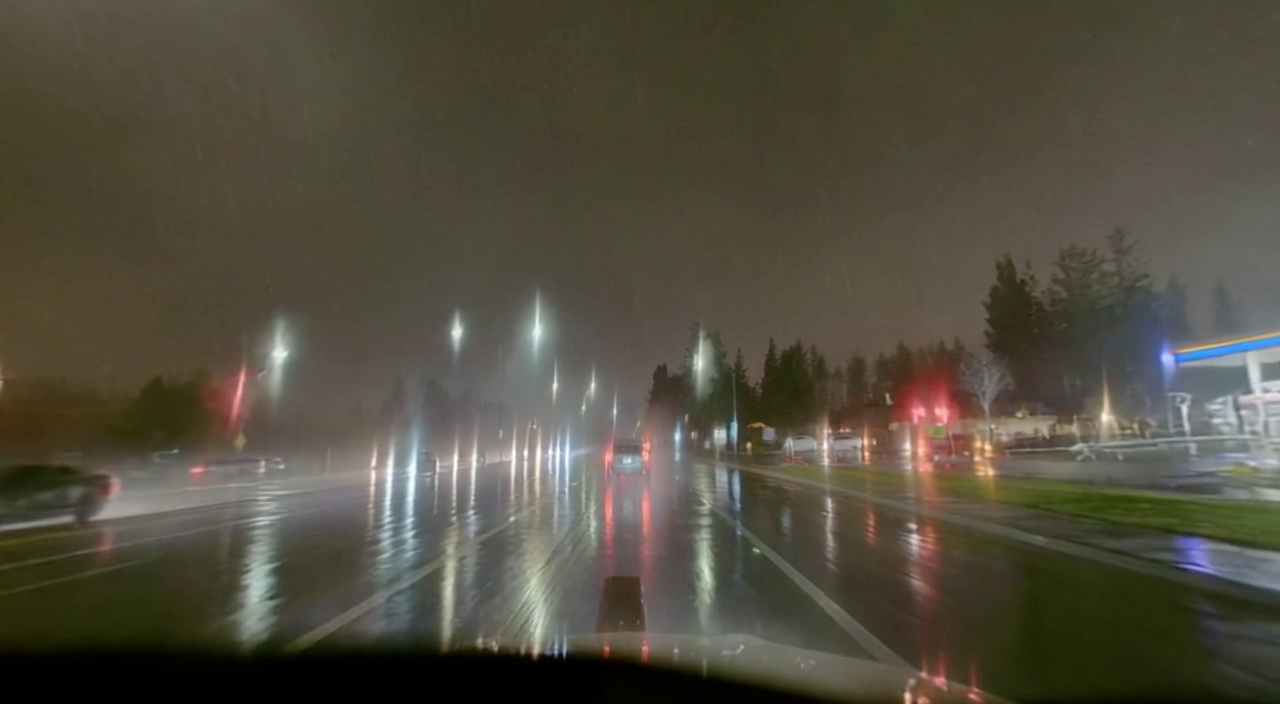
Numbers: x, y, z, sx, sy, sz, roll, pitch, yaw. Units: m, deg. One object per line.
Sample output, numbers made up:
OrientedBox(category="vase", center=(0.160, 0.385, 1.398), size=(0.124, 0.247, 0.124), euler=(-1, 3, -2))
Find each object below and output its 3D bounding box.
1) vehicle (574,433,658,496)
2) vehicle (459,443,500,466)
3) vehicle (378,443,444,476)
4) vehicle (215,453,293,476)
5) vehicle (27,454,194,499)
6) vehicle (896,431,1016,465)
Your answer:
OrientedBox(category="vehicle", center=(-0.595, 3.092, 17.643), size=(2.062, 1.519, 4.214), euler=(1, -8, 0))
OrientedBox(category="vehicle", center=(-12.445, 7.963, 49.005), size=(1.956, 1.697, 4.380), euler=(0, -8, 1))
OrientedBox(category="vehicle", center=(-12.700, 5.956, 35.199), size=(1.943, 1.668, 4.331), euler=(0, -9, 1))
OrientedBox(category="vehicle", center=(-30.542, 8.886, 49.925), size=(2.099, 1.565, 4.767), euler=(-6, -10, 35))
OrientedBox(category="vehicle", center=(-23.975, 5.593, 28.832), size=(2.053, 1.738, 5.352), euler=(-4, -9, 25))
OrientedBox(category="vehicle", center=(15.475, 4.730, 31.048), size=(4.812, 1.549, 2.015), euler=(0, -8, 0))
